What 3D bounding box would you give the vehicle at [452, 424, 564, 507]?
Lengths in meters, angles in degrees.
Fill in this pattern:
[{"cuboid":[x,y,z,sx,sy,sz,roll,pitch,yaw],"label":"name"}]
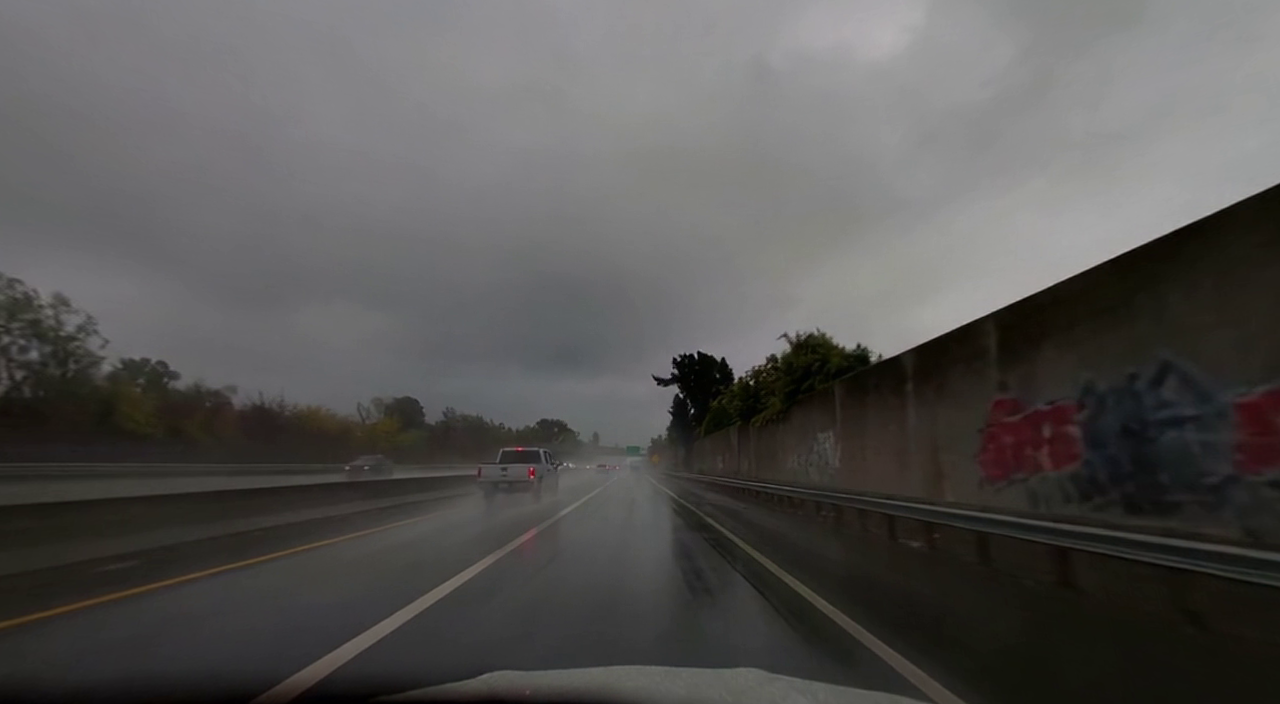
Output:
[{"cuboid":[-4.321,3.952,21.965,2.597,2.434,6.020,1,-11,0],"label":"vehicle"}]
